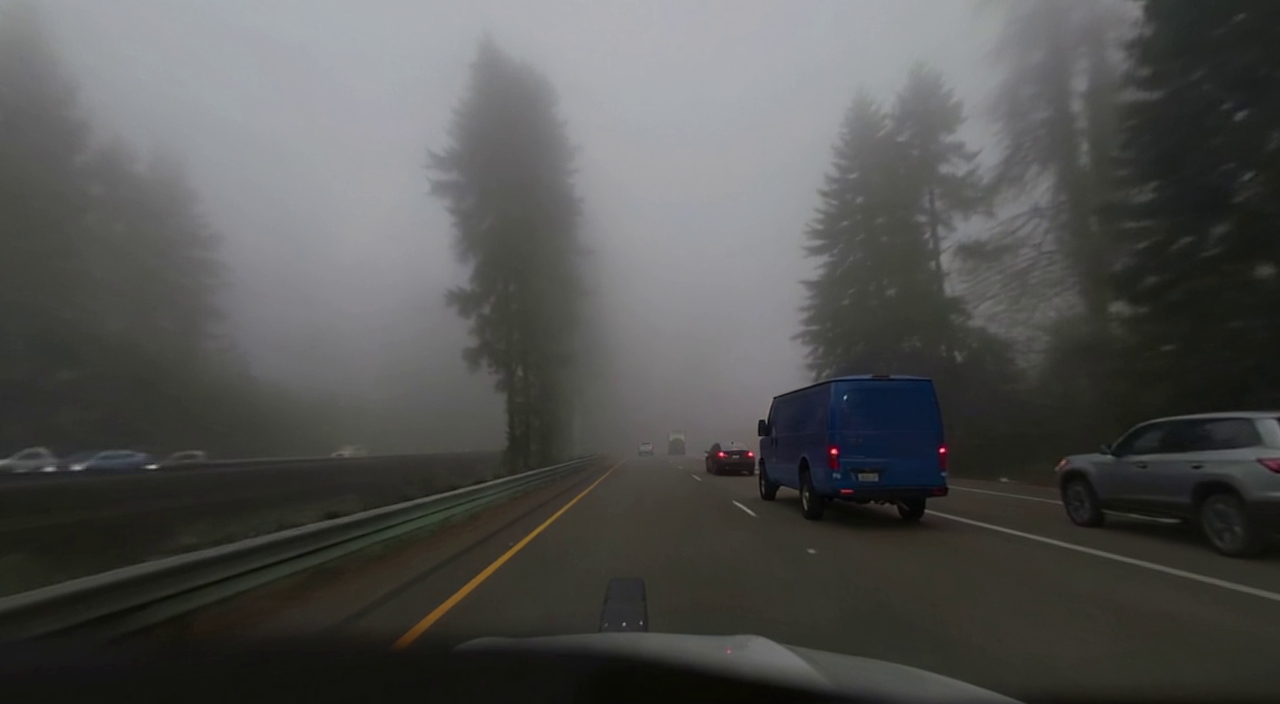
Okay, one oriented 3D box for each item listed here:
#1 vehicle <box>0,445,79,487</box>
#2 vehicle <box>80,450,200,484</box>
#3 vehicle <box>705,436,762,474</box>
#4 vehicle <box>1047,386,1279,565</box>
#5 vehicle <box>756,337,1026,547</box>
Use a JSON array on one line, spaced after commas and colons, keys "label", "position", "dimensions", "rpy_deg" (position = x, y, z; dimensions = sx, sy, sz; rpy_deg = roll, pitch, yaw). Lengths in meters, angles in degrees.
[{"label": "vehicle", "position": [-31.612, 5.597, 31.164], "dimensions": [2.282, 1.999, 5.942], "rpy_deg": [0, -8, 0]}, {"label": "vehicle", "position": [-24.469, 5.618, 31.140], "dimensions": [1.914, 1.494, 4.844], "rpy_deg": [0, -8, 1]}, {"label": "vehicle", "position": [4.437, 4.943, 30.478], "dimensions": [2.034, 1.651, 4.342], "rpy_deg": [0, -8, 0]}, {"label": "vehicle", "position": [8.003, 1.544, 8.252], "dimensions": [2.212, 1.902, 4.654], "rpy_deg": [0, -8, 0]}, {"label": "vehicle", "position": [3.725, 1.558, 11.045], "dimensions": [2.302, 2.670, 5.912], "rpy_deg": [0, -8, 1]}]
